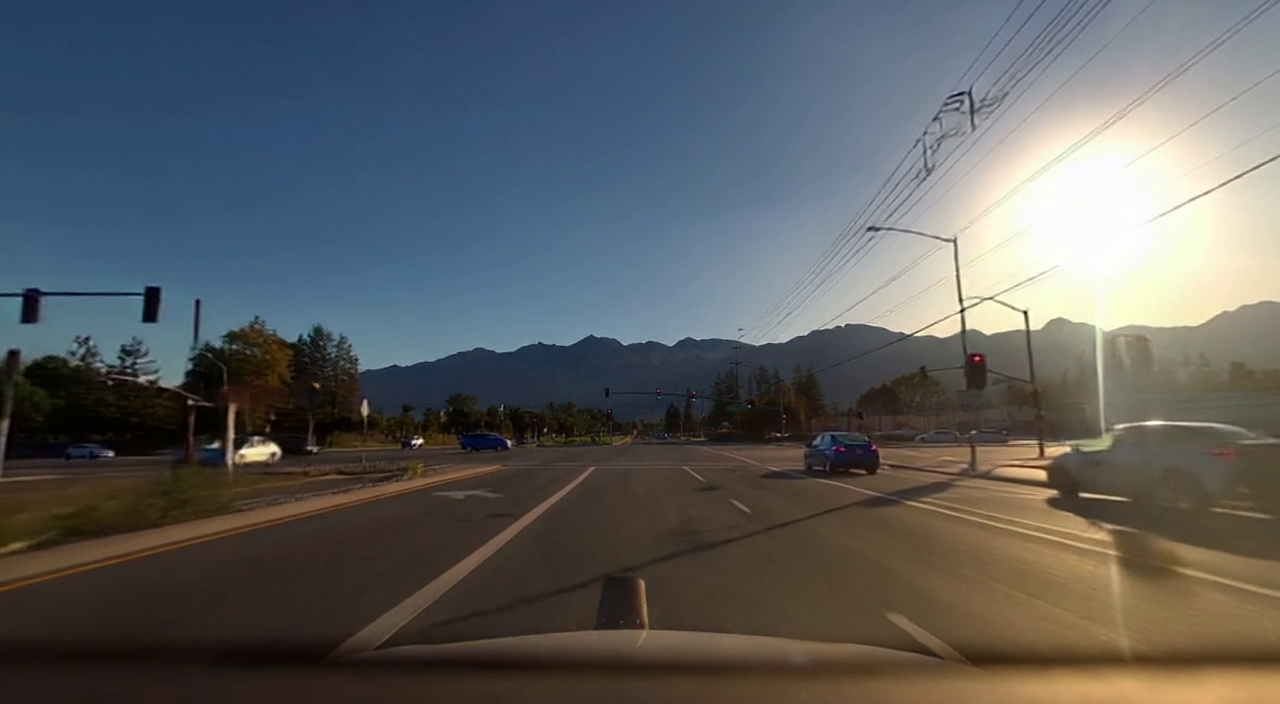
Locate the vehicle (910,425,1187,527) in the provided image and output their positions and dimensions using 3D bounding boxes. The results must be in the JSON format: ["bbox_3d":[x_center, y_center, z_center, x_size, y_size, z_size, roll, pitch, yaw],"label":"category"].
[{"bbox_3d":[6.978,2.155,11.599,1.990,1.480,4.624,0,-8,0],"label":"vehicle"}]

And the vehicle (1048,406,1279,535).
[{"bbox_3d":[9.663,1.981,11.084,1.977,1.773,4.646,0,-8,2],"label":"vehicle"}]

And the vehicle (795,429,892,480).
[{"bbox_3d":[6.978,3.560,22.228,1.899,1.570,4.666,0,-8,0],"label":"vehicle"}]
